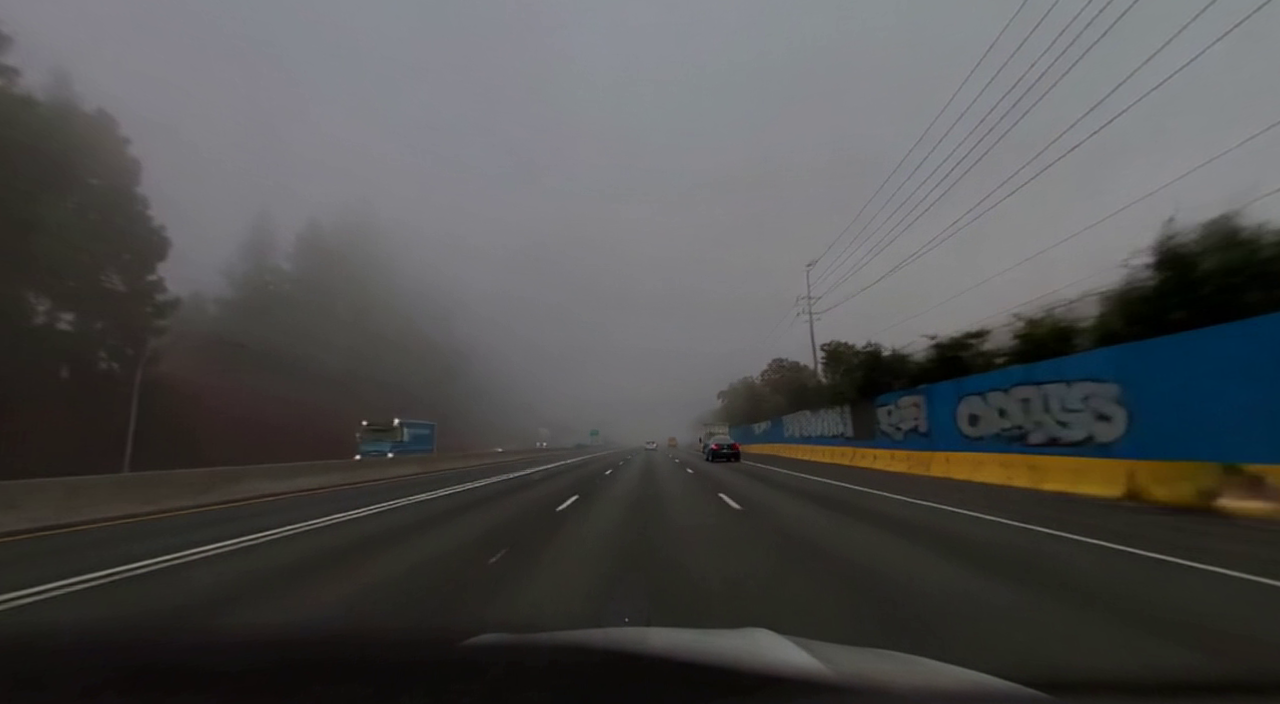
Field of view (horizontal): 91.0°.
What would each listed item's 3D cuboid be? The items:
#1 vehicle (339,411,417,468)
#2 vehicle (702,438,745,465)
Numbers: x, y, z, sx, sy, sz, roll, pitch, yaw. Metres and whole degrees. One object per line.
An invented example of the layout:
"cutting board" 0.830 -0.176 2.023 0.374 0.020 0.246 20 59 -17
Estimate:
"vehicle" -18.920 6.375 45.834 2.965 3.866 6.042 0 -8 0
"vehicle" 4.960 5.953 37.745 1.991 1.494 3.951 0 -8 0
